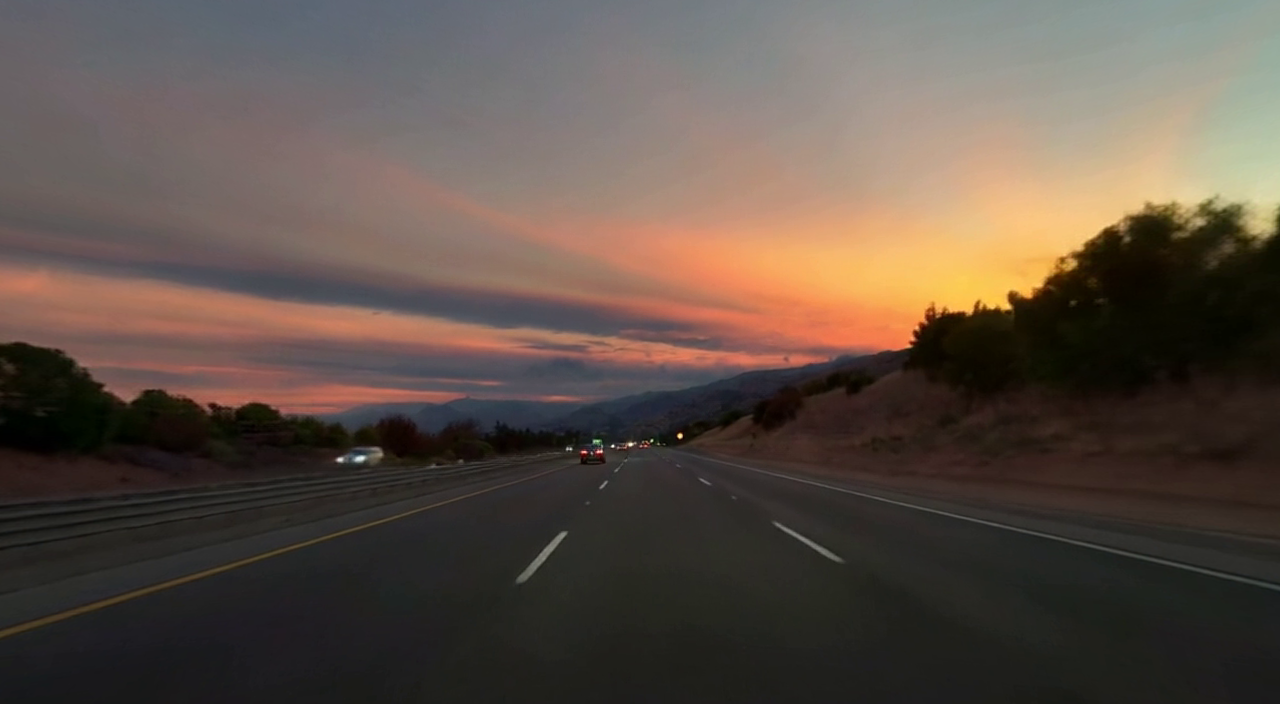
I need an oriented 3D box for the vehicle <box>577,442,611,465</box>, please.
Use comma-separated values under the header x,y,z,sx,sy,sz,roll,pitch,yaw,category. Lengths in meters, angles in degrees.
x,y,z,sx,sy,sz,roll,pitch,yaw,category
-3.128,7.046,43.884,1.991,1.475,4.302,0,-8,0,vehicle
